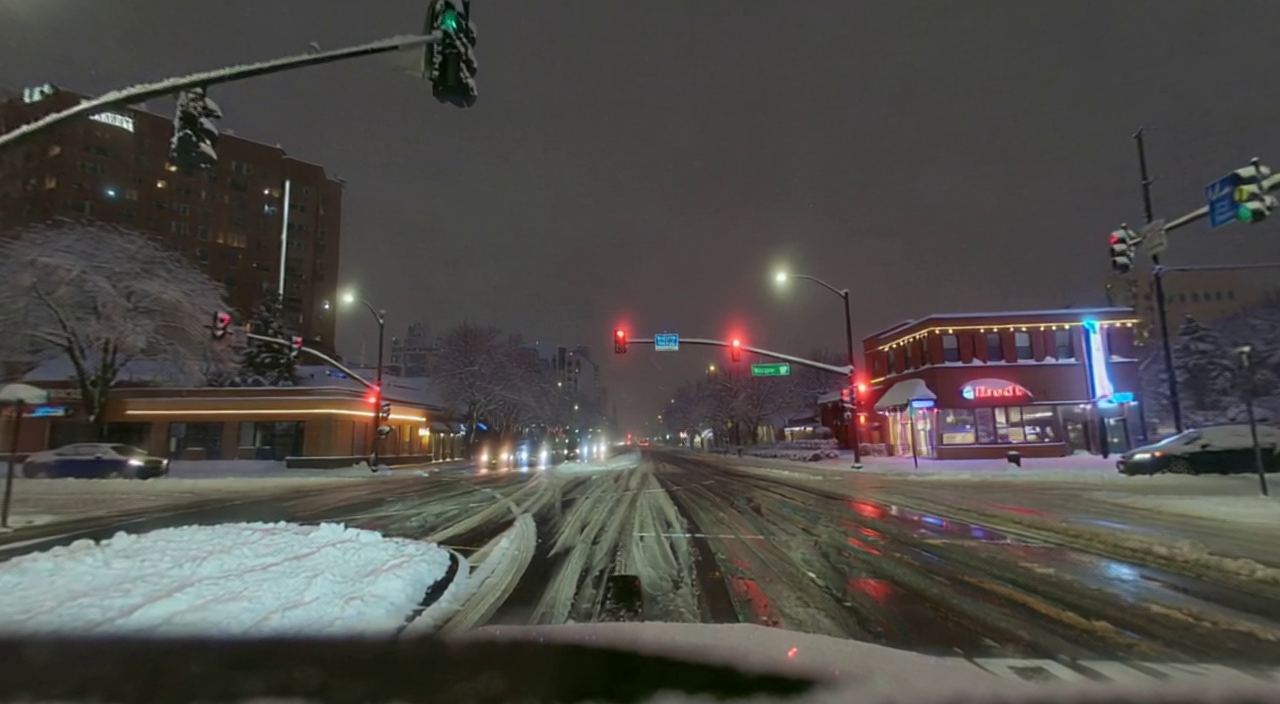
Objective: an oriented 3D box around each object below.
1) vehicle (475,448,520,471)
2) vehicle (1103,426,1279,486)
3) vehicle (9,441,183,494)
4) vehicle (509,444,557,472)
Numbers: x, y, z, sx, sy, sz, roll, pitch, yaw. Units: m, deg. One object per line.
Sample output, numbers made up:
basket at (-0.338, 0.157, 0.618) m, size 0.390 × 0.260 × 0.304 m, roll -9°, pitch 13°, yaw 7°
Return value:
vehicle at (-9.850, 7.446, 44.035) m, size 2.106 × 1.505 × 4.228 m, roll 0°, pitch -8°, yaw 0°
vehicle at (15.418, 2.740, 16.698) m, size 4.651 × 1.463 × 1.880 m, roll -2°, pitch -9°, yaw 8°
vehicle at (-21.160, 4.473, 24.698) m, size 5.161 × 1.910 × 2.275 m, roll -2°, pitch -9°, yaw 11°
vehicle at (-6.808, 6.774, 40.665) m, size 2.181 × 1.703 × 4.512 m, roll -1°, pitch -8°, yaw 2°
